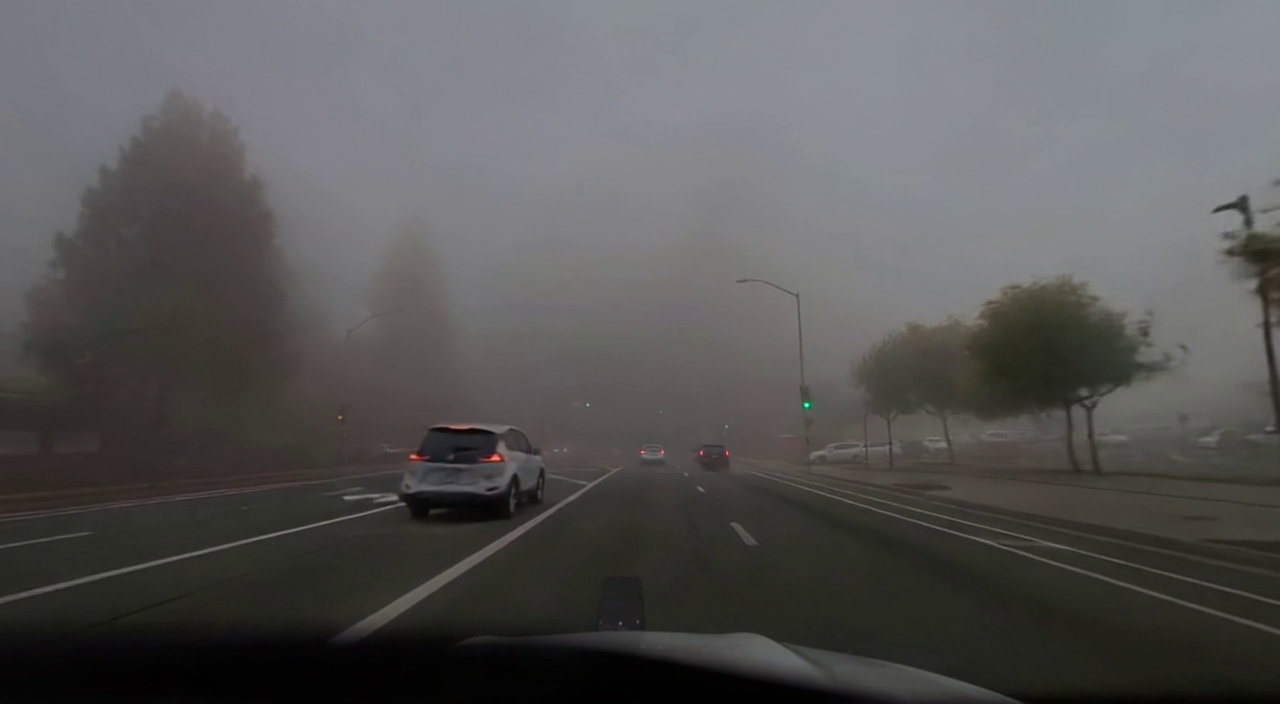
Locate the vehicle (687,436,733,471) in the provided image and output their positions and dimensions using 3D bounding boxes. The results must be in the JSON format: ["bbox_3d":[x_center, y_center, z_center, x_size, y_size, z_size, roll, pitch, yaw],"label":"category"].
[{"bbox_3d":[3.732,5.505,34.542,2.046,1.768,4.370,0,-8,1],"label":"vehicle"}]

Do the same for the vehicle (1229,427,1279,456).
[{"bbox_3d":[41.299,5.764,40.934,4.029,1.649,1.857,-4,-8,6],"label":"vehicle"}]

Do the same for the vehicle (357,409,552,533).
[{"bbox_3d":[-3.006,2.061,11.454,2.092,1.779,4.468,0,-8,1],"label":"vehicle"}]

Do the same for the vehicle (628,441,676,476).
[{"bbox_3d":[0.500,4.636,27.813,1.917,1.418,3.987,0,-8,0],"label":"vehicle"}]

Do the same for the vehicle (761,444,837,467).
[{"bbox_3d":[10.650,6.942,42.509,4.662,1.495,1.998,-1,-9,5],"label":"vehicle"}]
